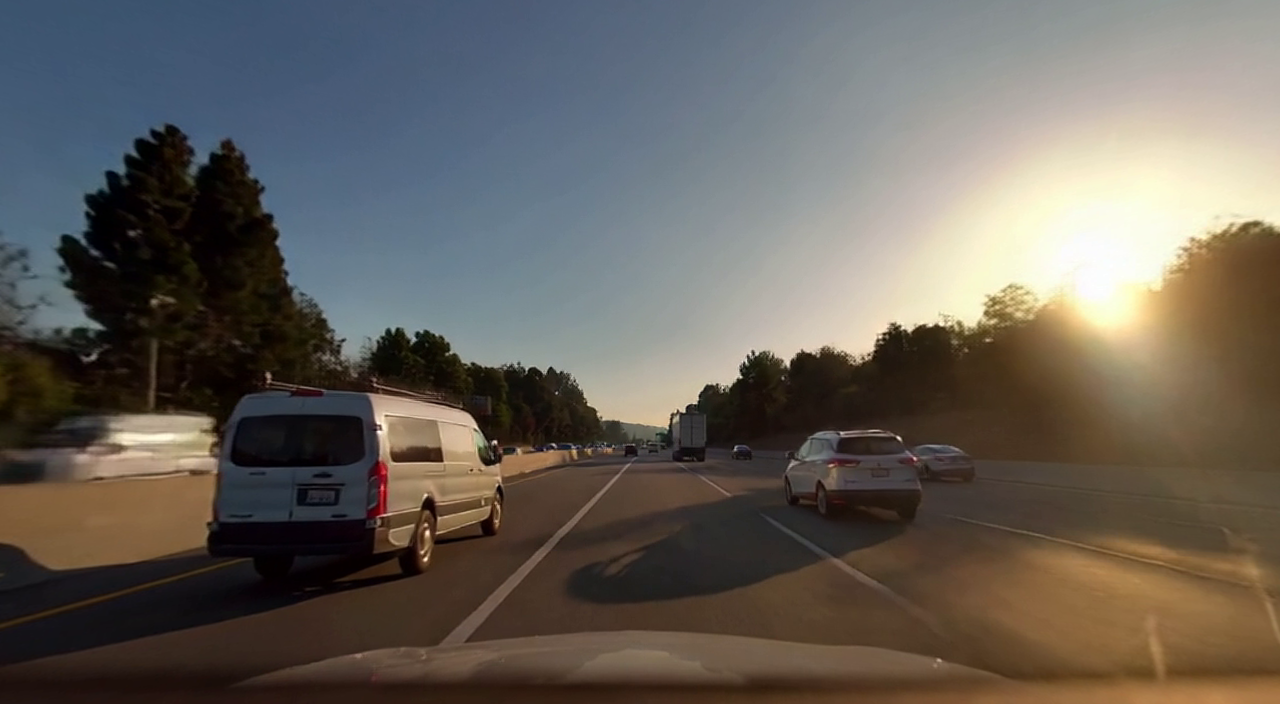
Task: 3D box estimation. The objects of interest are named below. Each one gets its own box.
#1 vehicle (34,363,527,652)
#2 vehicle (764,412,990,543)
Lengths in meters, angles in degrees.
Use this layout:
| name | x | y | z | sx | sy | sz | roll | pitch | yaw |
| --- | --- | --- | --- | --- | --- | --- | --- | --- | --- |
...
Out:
| name | x | y | z | sx | sy | sz | roll | pitch | yaw |
| --- | --- | --- | --- | --- | --- | --- | --- | --- | --- |
| vehicle | -2.899 | 1.423 | 6.969 | 2.159 | 1.922 | 5.345 | 0 | -8 | 2 |
| vehicle | 3.866 | 2.146 | 11.440 | 2.209 | 1.862 | 4.717 | 0 | -8 | 0 |
